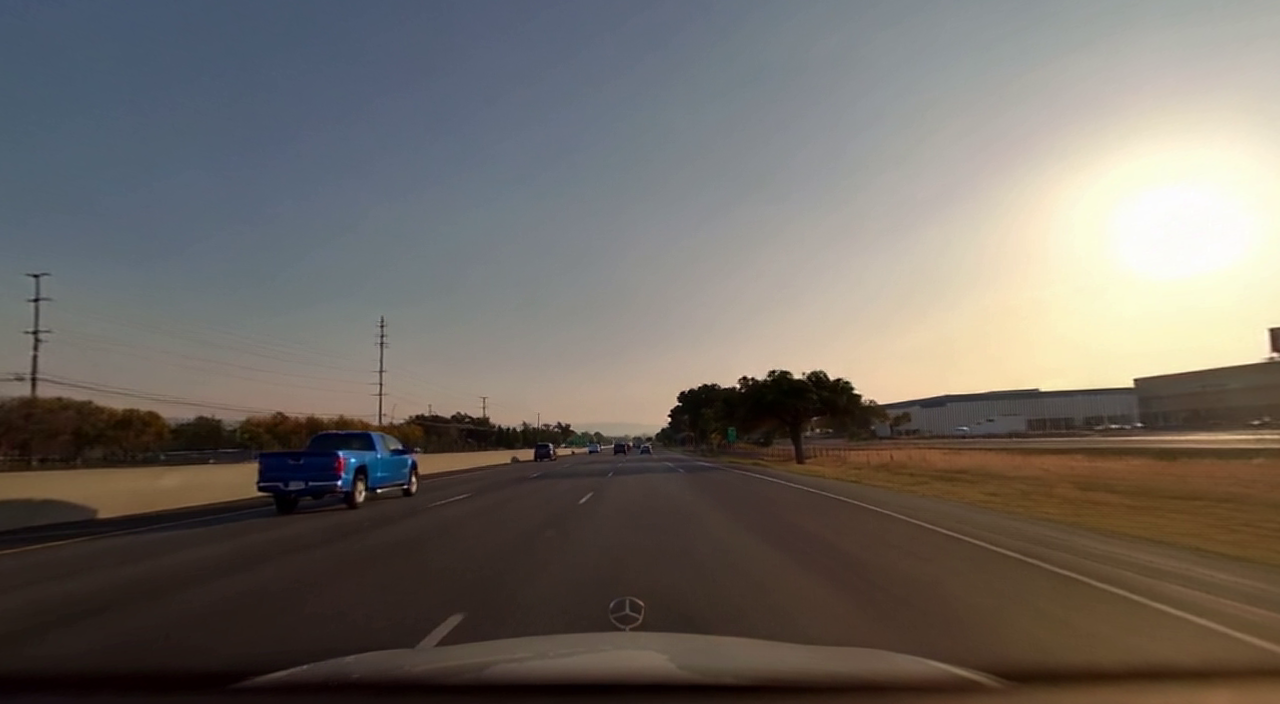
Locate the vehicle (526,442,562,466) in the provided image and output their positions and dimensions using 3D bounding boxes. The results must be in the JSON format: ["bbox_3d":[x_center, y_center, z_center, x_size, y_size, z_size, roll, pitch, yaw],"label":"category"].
[{"bbox_3d":[-7.382,7.846,48.693,2.021,1.699,4.324,0,-8,1],"label":"vehicle"}]

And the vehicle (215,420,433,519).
[{"bbox_3d":[-7.118,2.713,15.258,2.156,1.911,5.956,0,-8,1],"label":"vehicle"}]
